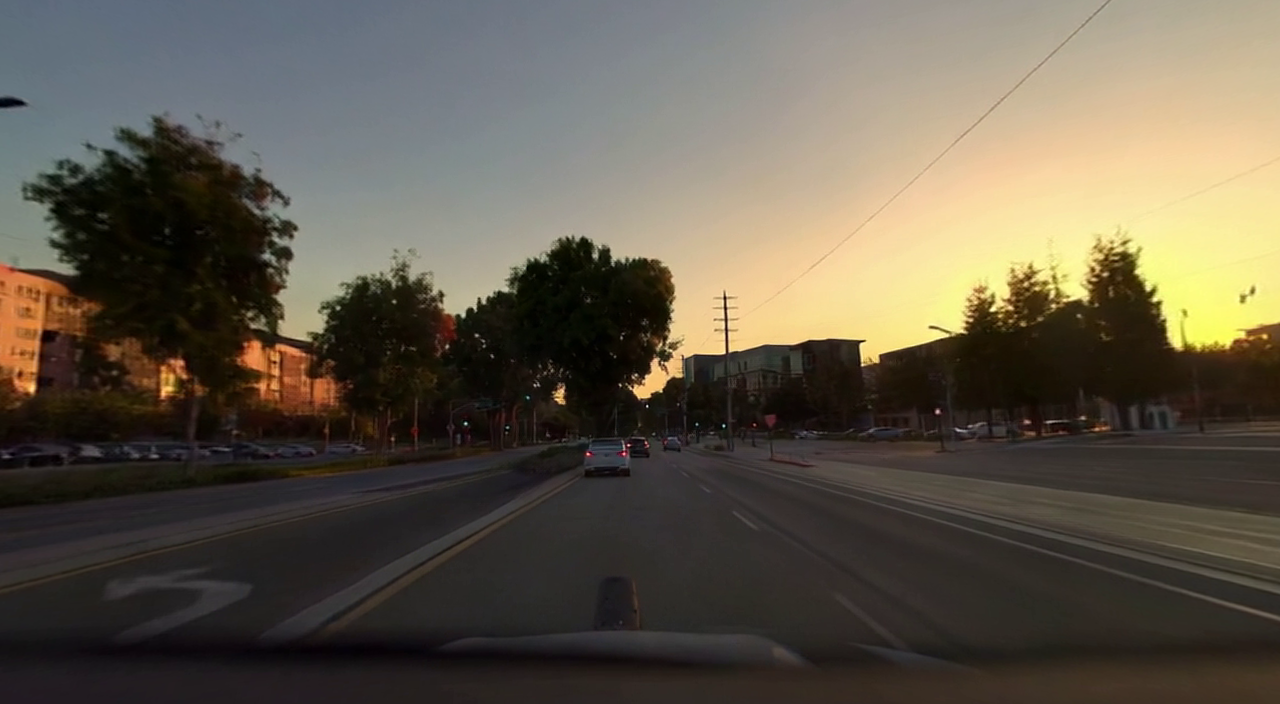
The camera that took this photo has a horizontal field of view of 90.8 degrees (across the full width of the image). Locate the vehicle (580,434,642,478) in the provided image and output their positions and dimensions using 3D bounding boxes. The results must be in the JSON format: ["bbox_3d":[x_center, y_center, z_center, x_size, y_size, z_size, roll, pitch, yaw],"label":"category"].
[{"bbox_3d":[-0.993,3.776,23.157,2.075,1.470,3.962,0,-8,-1],"label":"vehicle"}]
